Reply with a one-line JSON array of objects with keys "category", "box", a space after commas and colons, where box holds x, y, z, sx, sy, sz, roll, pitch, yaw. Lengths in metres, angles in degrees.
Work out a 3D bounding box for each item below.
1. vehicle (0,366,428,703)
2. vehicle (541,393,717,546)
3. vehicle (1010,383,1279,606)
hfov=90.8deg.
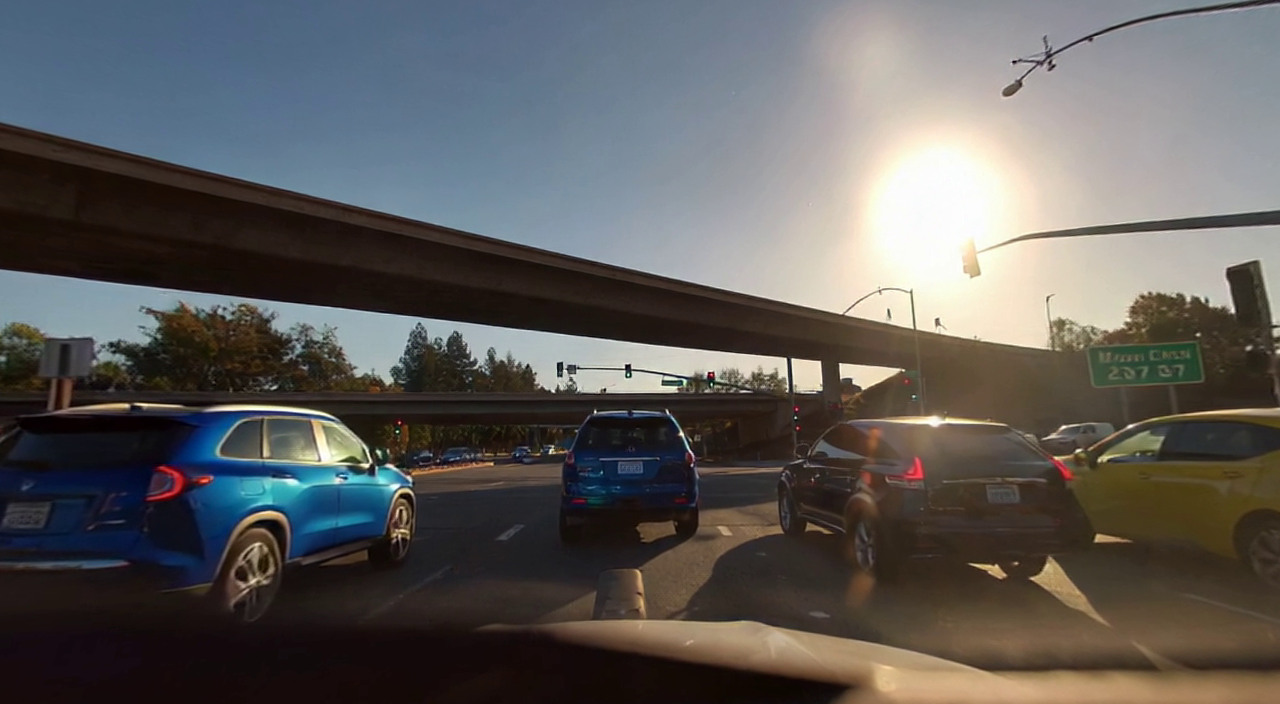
[{"category": "vehicle", "box": [-3.736, 1.297, 5.627, 2.060, 1.768, 4.681, 0, -8, 0]}, {"category": "vehicle", "box": [-0.225, 1.912, 10.874, 2.342, 2.026, 4.642, 0, -8, -2]}, {"category": "vehicle", "box": [6.230, 1.374, 6.618, 2.074, 1.785, 4.320, 0, -8, 0]}]
